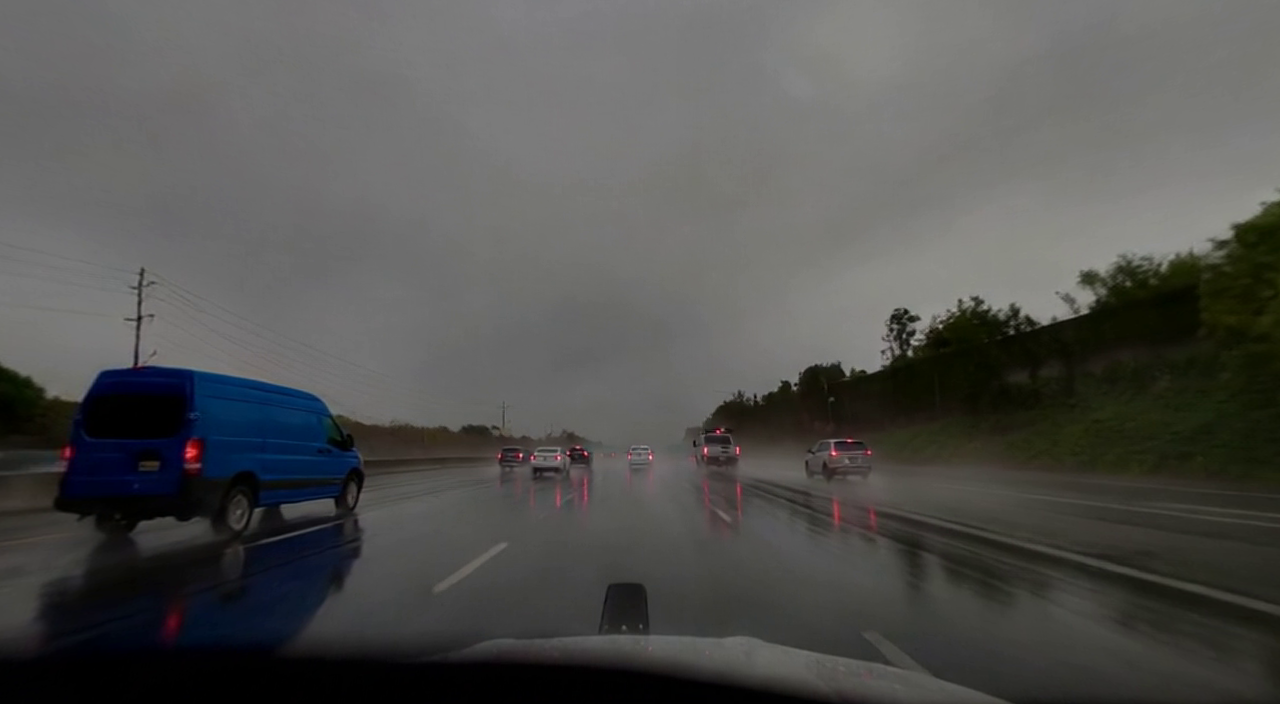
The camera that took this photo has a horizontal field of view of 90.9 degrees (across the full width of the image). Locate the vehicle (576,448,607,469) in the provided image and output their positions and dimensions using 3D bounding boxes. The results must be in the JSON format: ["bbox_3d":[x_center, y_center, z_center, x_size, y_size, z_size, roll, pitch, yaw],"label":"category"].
[{"bbox_3d":[-3.555,7.885,47.100,1.987,1.466,4.341,0,-9,0],"label":"vehicle"}]

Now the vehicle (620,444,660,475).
[{"bbox_3d":[0.010,5.950,35.218,2.115,1.617,4.102,0,-9,1],"label":"vehicle"}]

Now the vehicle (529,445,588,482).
[{"bbox_3d":[-3.493,4.860,27.733,1.970,1.483,4.071,0,-9,1],"label":"vehicle"}]

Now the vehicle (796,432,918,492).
[{"bbox_3d":[7.422,3.832,22.430,2.304,1.840,5.706,0,-9,0],"label":"vehicle"}]

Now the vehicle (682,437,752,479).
[{"bbox_3d":[3.700,5.254,31.551,2.777,1.895,5.710,0,-9,0],"label":"vehicle"}]

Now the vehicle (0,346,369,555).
[{"bbox_3d":[-7.563,1.748,11.498,2.336,2.708,6.421,0,-9,0],"label":"vehicle"}]

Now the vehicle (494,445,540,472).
[{"bbox_3d":[-7.638,6.655,39.558,1.961,1.562,4.301,0,-9,1],"label":"vehicle"}]
